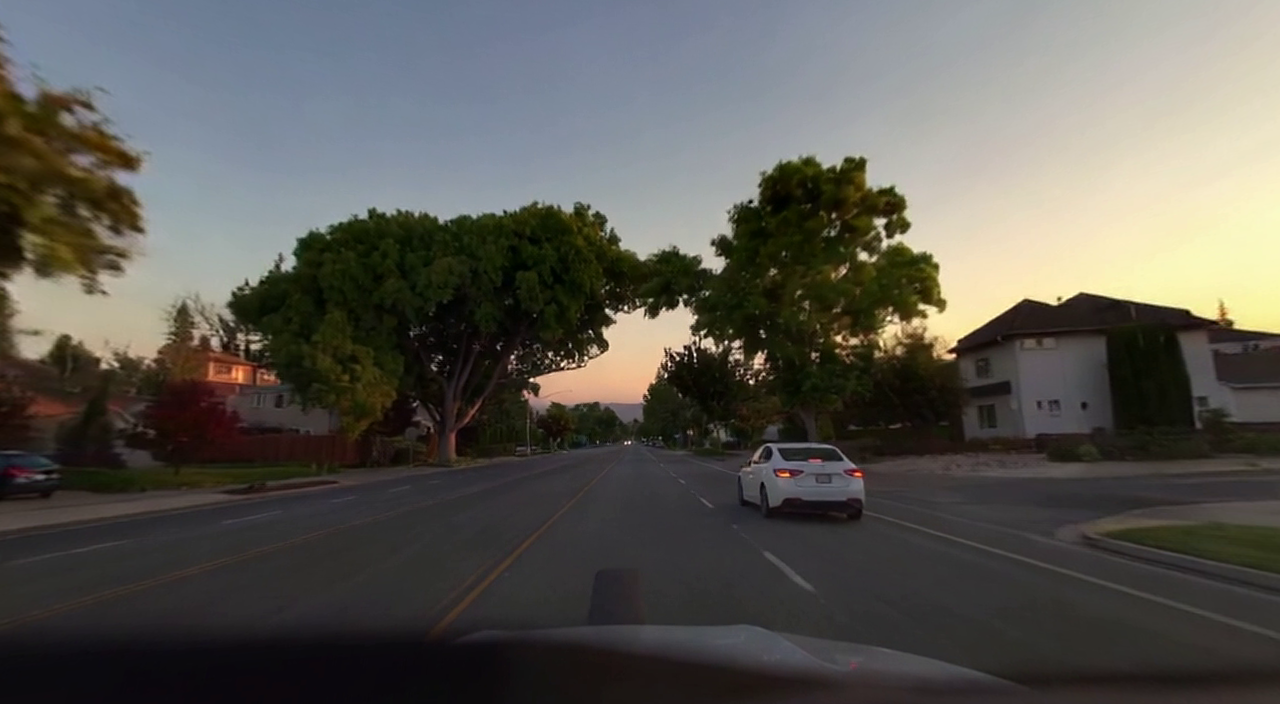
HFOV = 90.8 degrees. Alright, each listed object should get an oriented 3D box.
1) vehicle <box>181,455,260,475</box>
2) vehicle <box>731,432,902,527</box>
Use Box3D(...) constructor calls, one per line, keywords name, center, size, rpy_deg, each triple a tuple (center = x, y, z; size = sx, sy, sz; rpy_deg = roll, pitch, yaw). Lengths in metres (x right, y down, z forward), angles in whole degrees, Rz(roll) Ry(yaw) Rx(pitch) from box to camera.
Box3D(name="vehicle", center=(-31.777, 8.528, 47.886), size=(4.684, 1.435, 1.893), rpy_deg=(0, -9, 3))
Box3D(name="vehicle", center=(3.152, 2.367, 12.345), size=(2.057, 1.493, 4.225), rpy_deg=(0, -8, -1))
